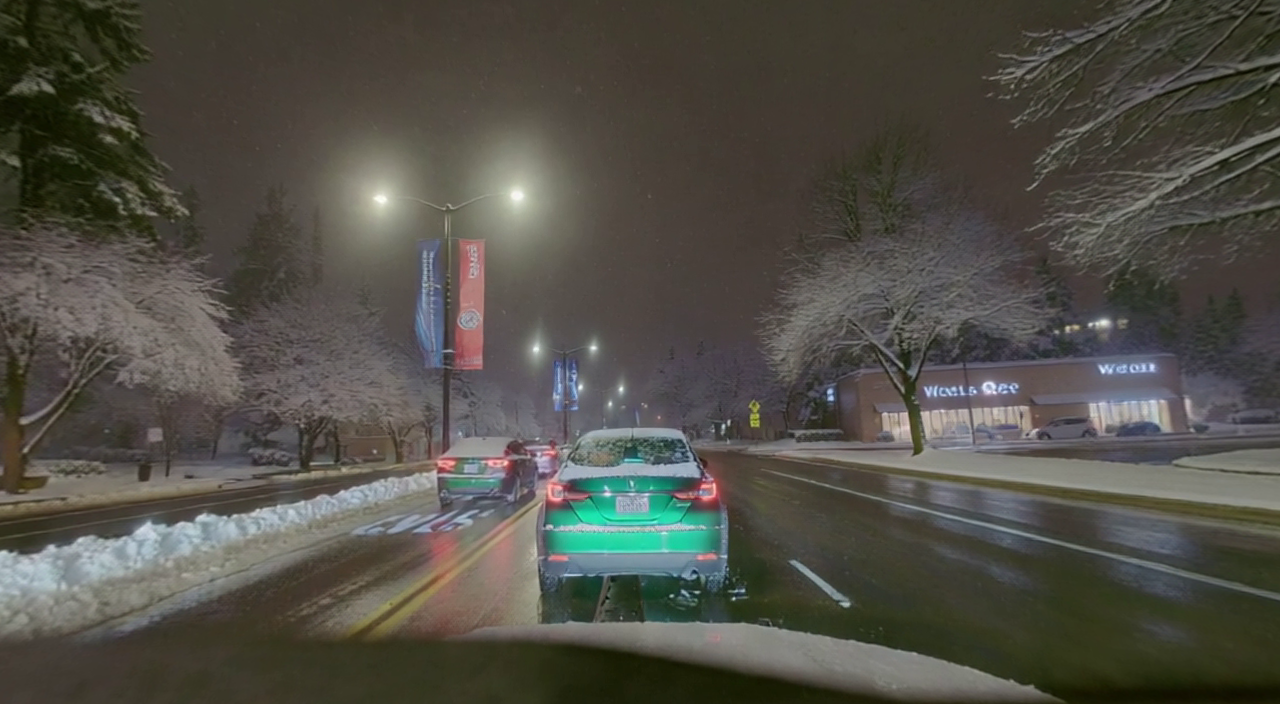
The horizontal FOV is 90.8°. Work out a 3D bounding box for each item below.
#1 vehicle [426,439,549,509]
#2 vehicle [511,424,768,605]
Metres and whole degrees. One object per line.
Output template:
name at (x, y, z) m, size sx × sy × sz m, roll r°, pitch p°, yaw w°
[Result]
vehicle at (-3.493, 2.864, 15.402) m, size 1.952 × 1.431 × 4.383 m, roll 0°, pitch -8°, yaw -1°
vehicle at (-0.056, 1.639, 7.293) m, size 2.126 × 1.475 × 3.967 m, roll 0°, pitch -8°, yaw -2°
